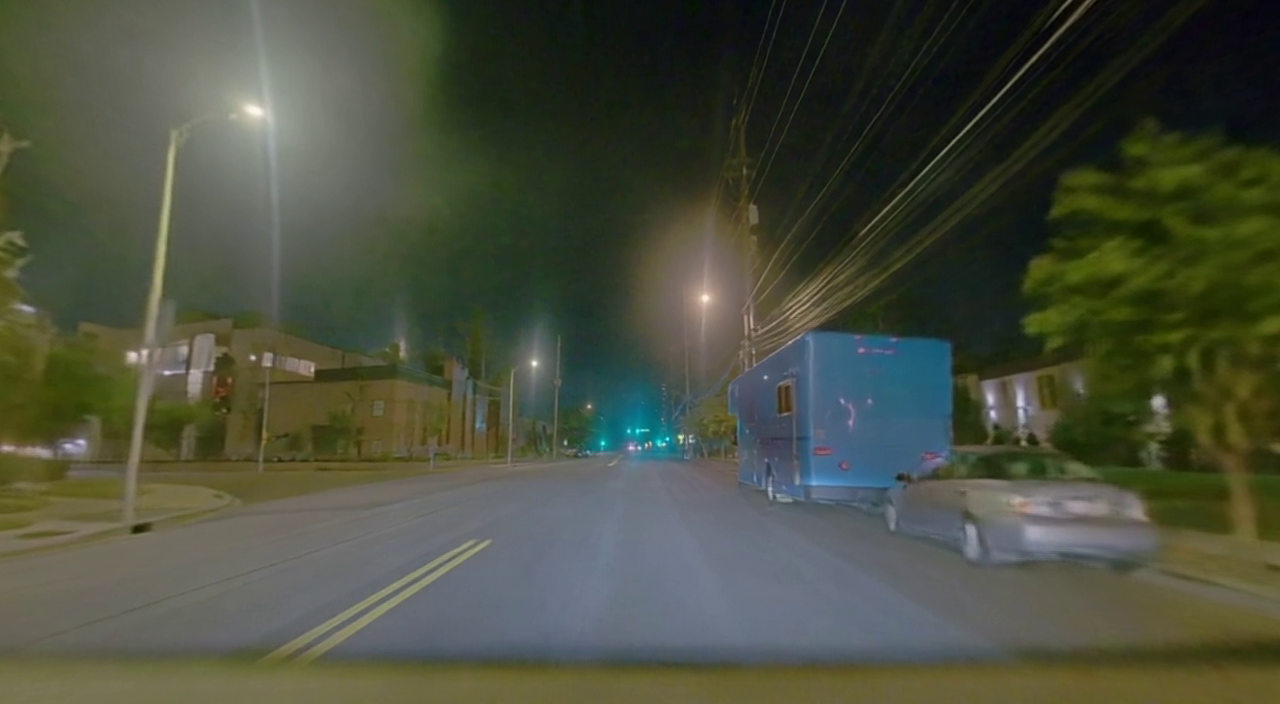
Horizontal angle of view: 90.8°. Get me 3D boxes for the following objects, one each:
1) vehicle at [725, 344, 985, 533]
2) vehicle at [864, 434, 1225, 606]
[{"bbox_3d":[4.253,2.117,15.263,3.110,3.241,8.788,0,-9,-1],"label":"vehicle"},{"bbox_3d":[4.422,1.835,7.750,1.852,1.497,3.672,-2,-8,-2],"label":"vehicle"}]
